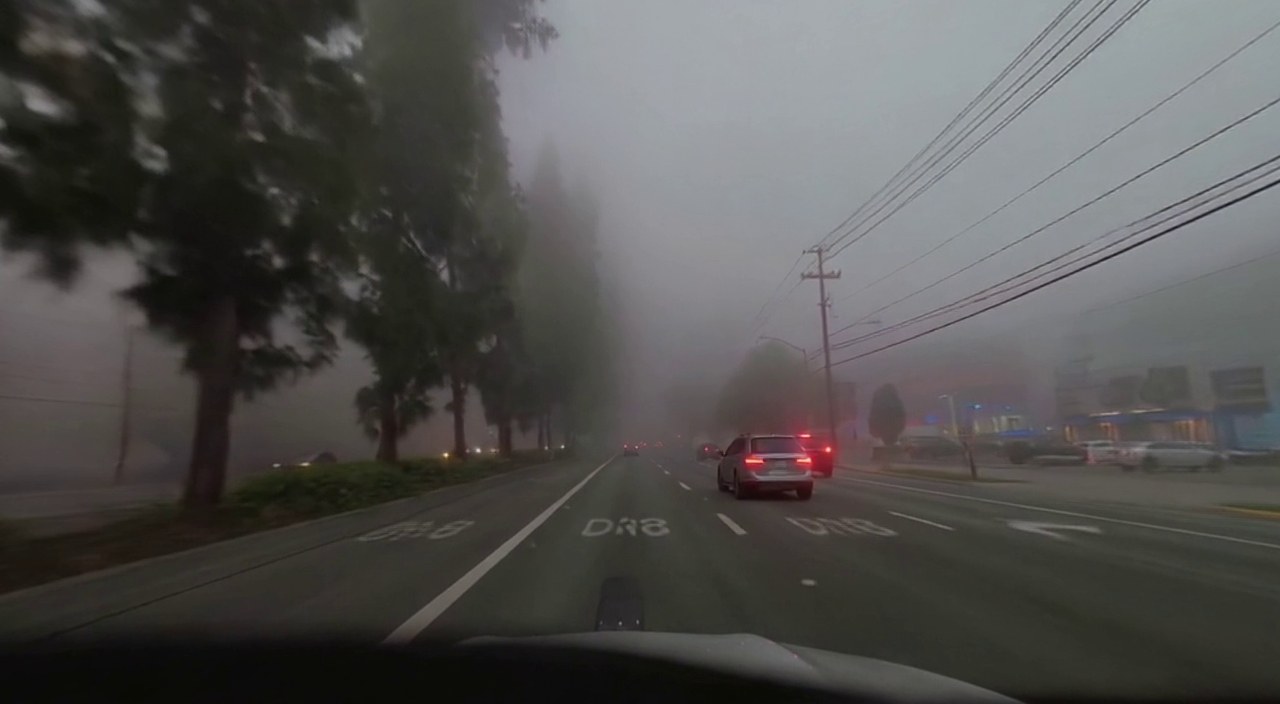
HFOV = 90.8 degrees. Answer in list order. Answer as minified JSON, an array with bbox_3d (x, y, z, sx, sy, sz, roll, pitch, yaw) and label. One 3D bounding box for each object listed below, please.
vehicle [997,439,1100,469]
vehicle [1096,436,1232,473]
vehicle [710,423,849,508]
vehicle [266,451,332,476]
[{"bbox_3d":[24.827,6.206,38.539,4.798,1.699,2.039,0,-8,1],"label":"vehicle"},{"bbox_3d":[24.573,4.815,29.752,4.599,1.647,1.924,0,-8,1],"label":"vehicle"},{"bbox_3d":[3.065,2.599,14.920,2.128,1.699,4.222,0,-8,-3],"label":"vehicle"},{"bbox_3d":[-23.642,7.708,44.045,1.985,1.511,4.772,-1,-8,0],"label":"vehicle"}]
